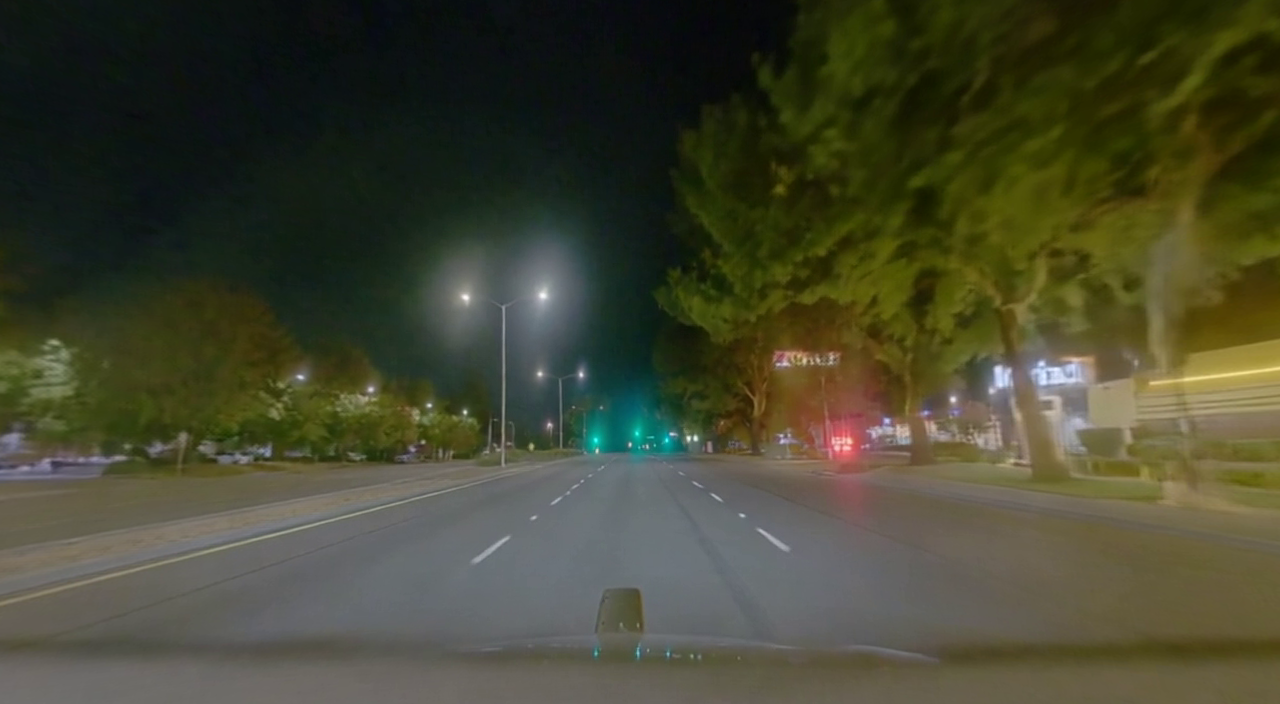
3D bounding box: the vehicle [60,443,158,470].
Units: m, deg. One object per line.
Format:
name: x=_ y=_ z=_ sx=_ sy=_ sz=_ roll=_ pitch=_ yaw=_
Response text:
vehicle: x=-33.387 y=6.568 z=39.827 sx=4.359 sy=1.667 sz=1.914 roll=0 pitch=-8 yaw=-1
